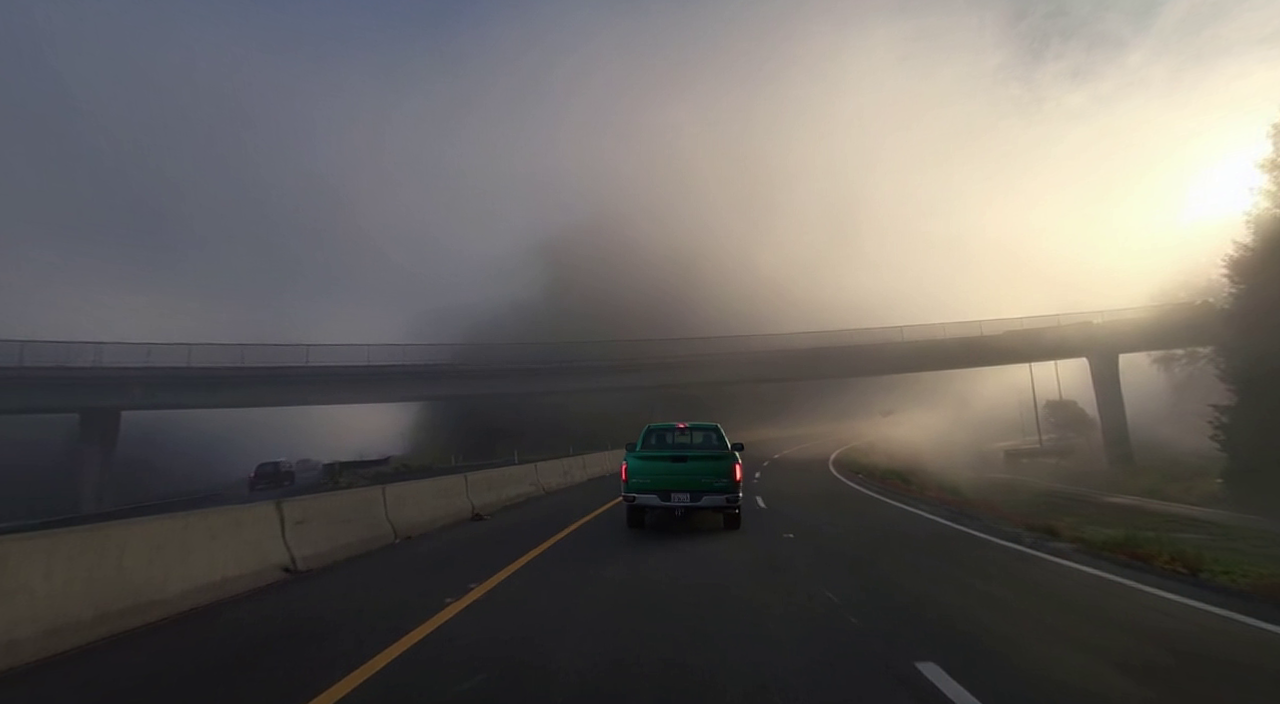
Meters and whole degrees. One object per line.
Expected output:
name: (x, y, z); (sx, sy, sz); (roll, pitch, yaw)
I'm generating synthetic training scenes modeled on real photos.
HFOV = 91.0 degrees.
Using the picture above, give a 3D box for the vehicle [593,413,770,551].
vehicle: (0.690, 1.968, 10.242); (2.235, 1.716, 4.435); (-1, -9, 5)

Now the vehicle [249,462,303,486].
vehicle: (-25.522, 8.553, 44.314); (1.965, 1.464, 4.514); (2, -9, -13)
